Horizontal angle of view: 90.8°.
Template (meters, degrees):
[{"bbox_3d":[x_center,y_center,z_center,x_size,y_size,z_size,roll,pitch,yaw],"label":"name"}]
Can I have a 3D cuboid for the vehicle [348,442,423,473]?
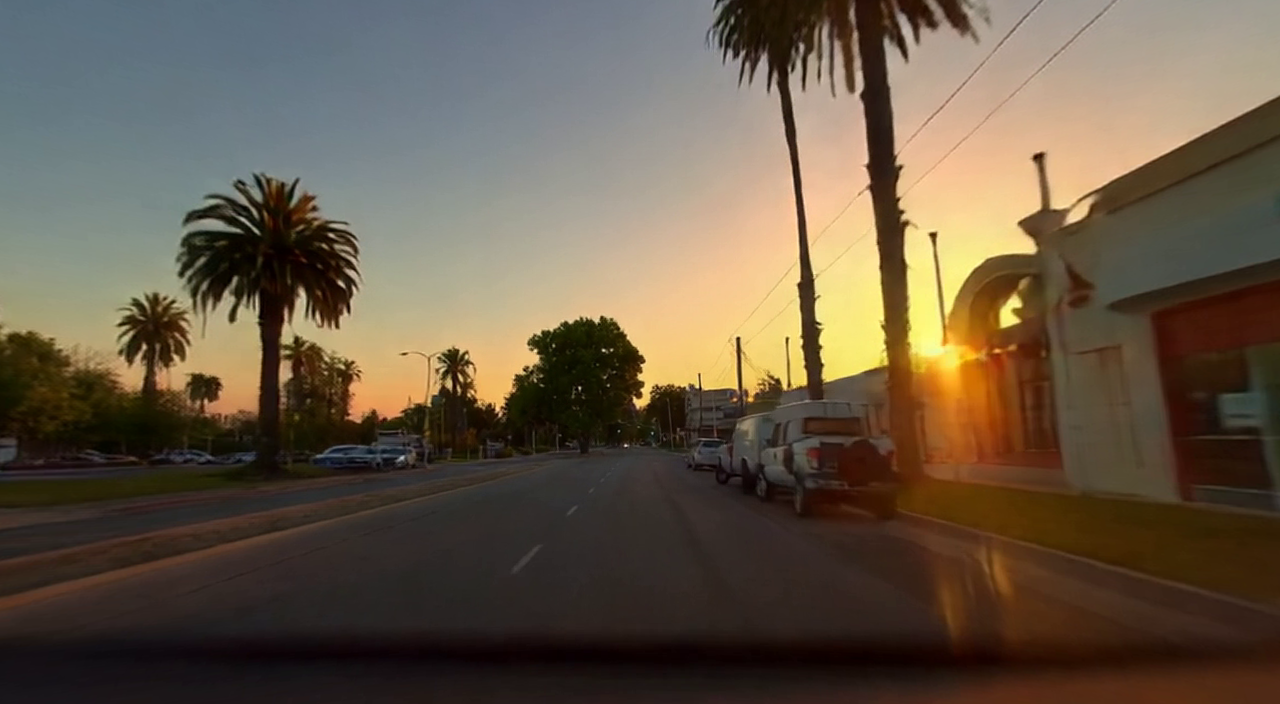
[{"bbox_3d":[-19.484,8.003,48.178,6.167,2.125,2.526,-7,-10,38],"label":"vehicle"}]

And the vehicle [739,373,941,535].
[{"bbox_3d":[3.606,2.020,12.872,2.221,2.552,5.594,0,-9,0],"label":"vehicle"}]

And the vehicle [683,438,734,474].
[{"bbox_3d":[3.586,5.529,33.745,2.138,1.743,4.363,0,-9,-1],"label":"vehicle"}]
